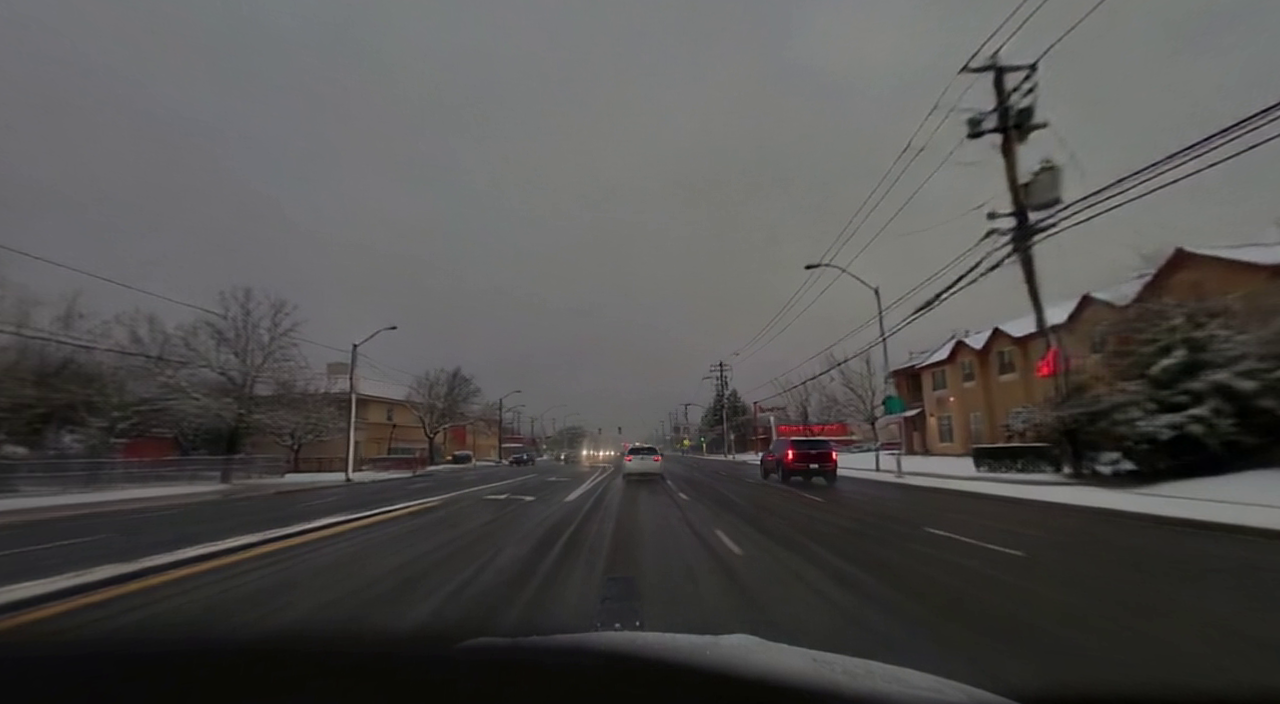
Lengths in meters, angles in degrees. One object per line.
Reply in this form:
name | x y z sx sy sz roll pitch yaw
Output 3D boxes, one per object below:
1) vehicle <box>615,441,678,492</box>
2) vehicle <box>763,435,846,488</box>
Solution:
vehicle | 0.188 4.178 23.375 2.138 1.702 4.168 0 -9 -1
vehicle | 6.278 4.229 24.595 2.061 1.889 4.268 0 -9 -1
